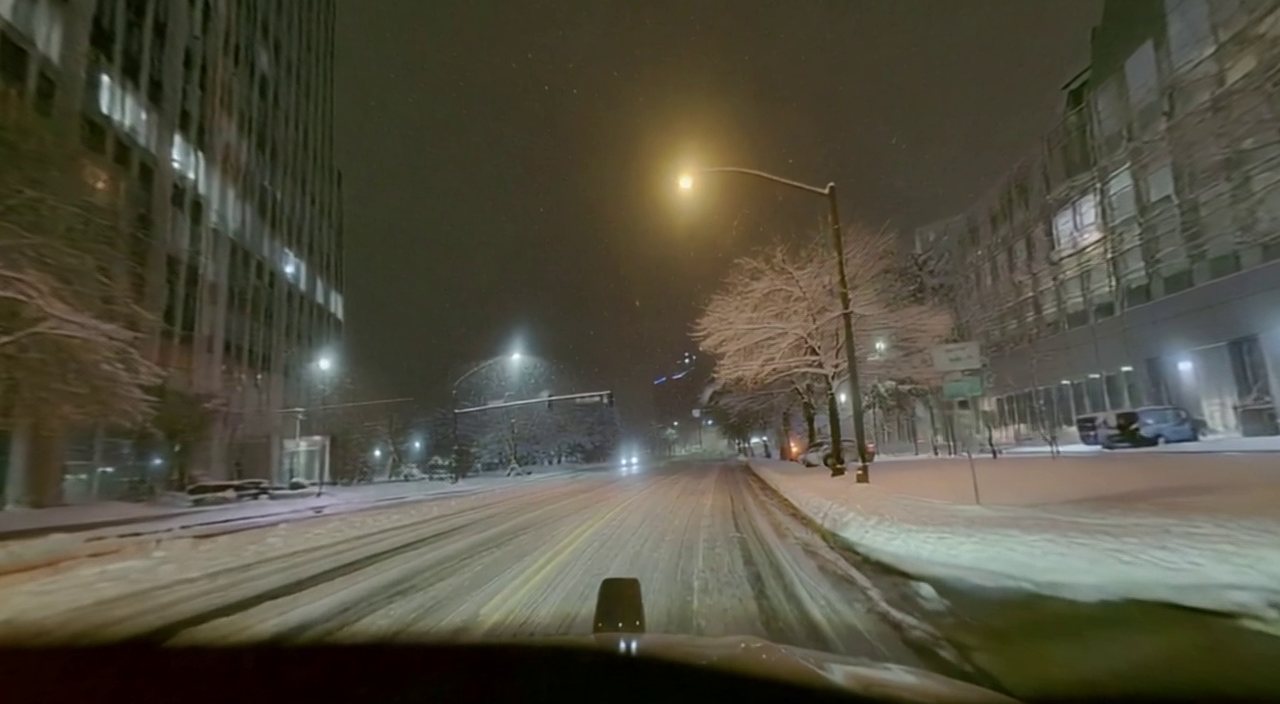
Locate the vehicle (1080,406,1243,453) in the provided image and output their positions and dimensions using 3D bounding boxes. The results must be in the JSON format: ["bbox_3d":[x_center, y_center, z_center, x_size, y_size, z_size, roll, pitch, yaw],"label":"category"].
[{"bbox_3d":[21.225,3.251,26.002,4.871,1.757,2.014,-7,-11,37],"label":"vehicle"}]

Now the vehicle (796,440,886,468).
[{"bbox_3d":[10.435,5.266,32.776,4.218,1.385,1.830,4,-9,-24],"label":"vehicle"}]
